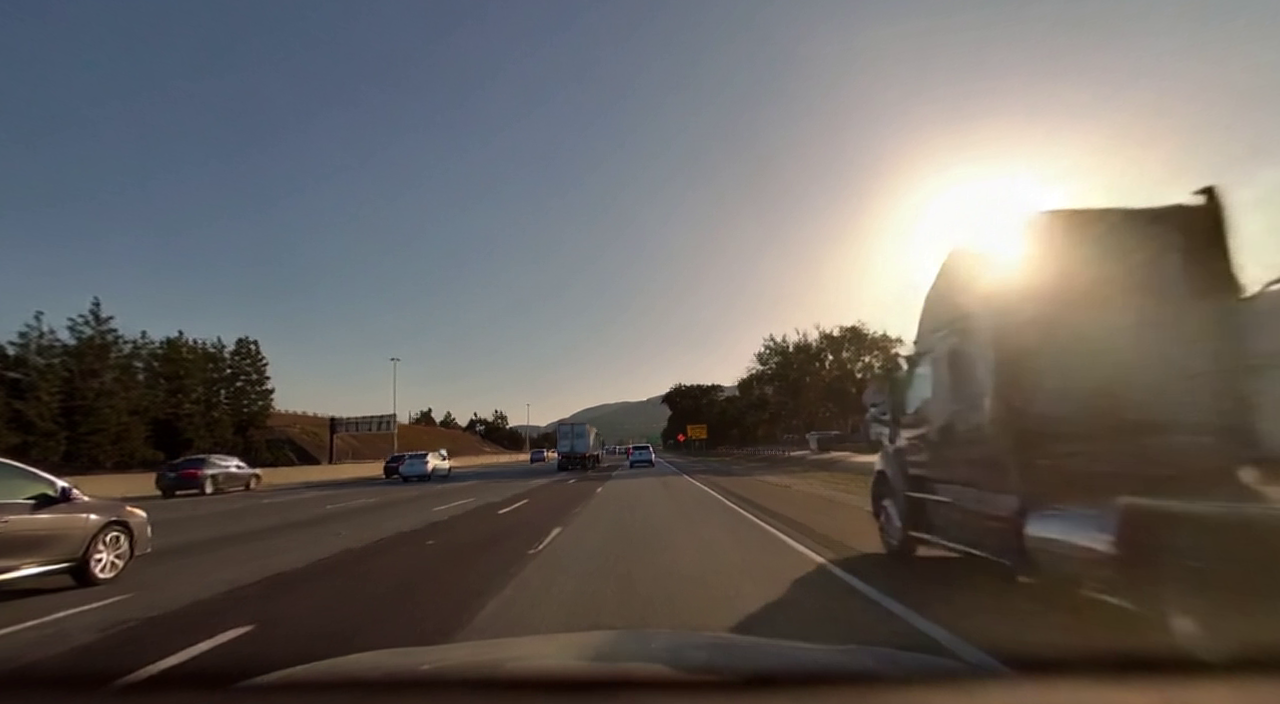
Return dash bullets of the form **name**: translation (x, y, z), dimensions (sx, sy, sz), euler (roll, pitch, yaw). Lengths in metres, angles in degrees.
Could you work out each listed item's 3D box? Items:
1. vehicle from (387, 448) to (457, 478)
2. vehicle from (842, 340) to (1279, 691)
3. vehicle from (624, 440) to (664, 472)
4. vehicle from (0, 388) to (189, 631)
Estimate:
- **vehicle**: translation (-11.806, 6.018, 34.523), dimensions (1.928, 1.480, 4.823), euler (-1, -9, 2)
- **vehicle**: translation (4.505, 1.392, 6.852), dimensions (2.574, 2.046, 6.219), euler (0, -8, 0)
- **vehicle**: translation (0.239, 6.109, 37.260), dimensions (2.227, 1.794, 4.646), euler (0, -9, 1)
- **vehicle**: translation (-5.908, 1.113, 4.262), dimensions (2.200, 1.793, 4.586), euler (-1, -9, 2)
